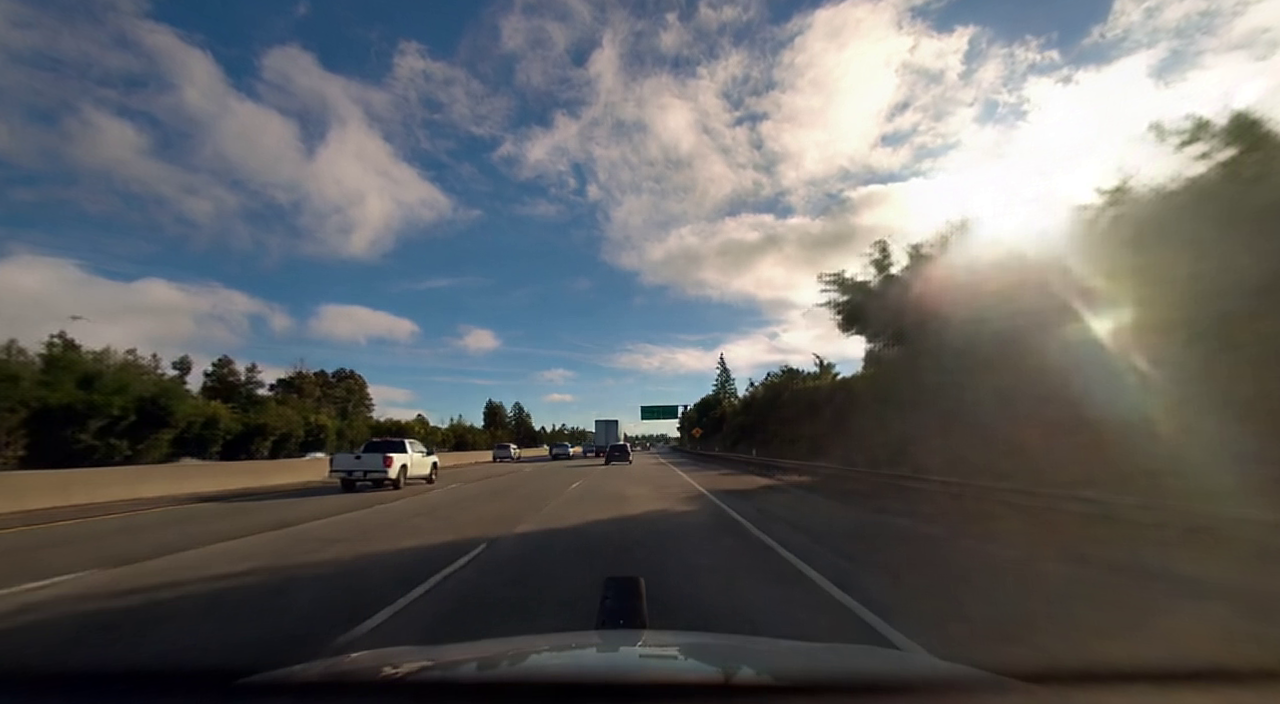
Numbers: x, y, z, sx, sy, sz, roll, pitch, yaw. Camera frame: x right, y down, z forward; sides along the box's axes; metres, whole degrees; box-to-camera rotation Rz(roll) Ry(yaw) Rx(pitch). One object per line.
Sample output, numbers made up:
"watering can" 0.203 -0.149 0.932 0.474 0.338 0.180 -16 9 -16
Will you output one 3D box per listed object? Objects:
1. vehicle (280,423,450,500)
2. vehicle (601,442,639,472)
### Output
"vehicle" -7.337 2.987 17.665 2.115 1.778 5.572 0 -8 1
"vehicle" -1.040 5.794 34.994 1.931 1.528 4.126 0 -8 1
